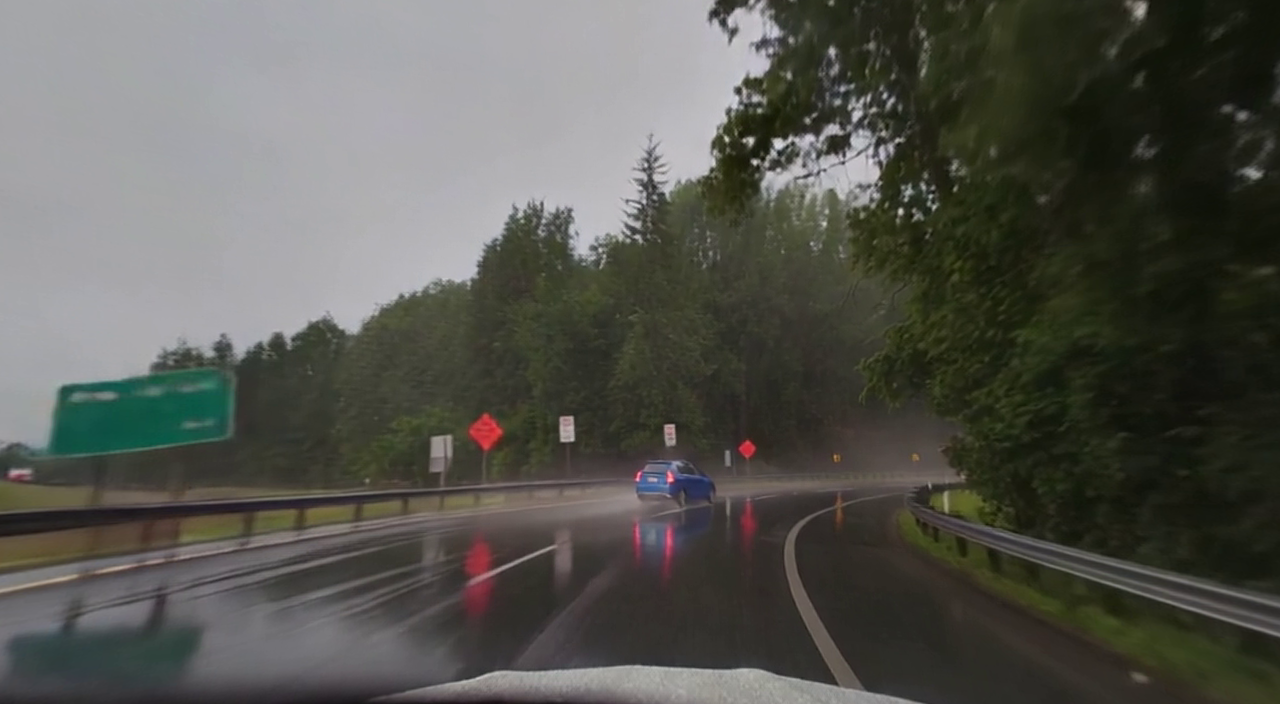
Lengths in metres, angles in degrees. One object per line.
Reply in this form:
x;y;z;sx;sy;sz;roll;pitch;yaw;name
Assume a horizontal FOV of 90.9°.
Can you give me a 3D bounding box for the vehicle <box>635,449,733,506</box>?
1.626;4.243;21.587;1.997;1.692;4.422;-4;-11;23;vehicle
